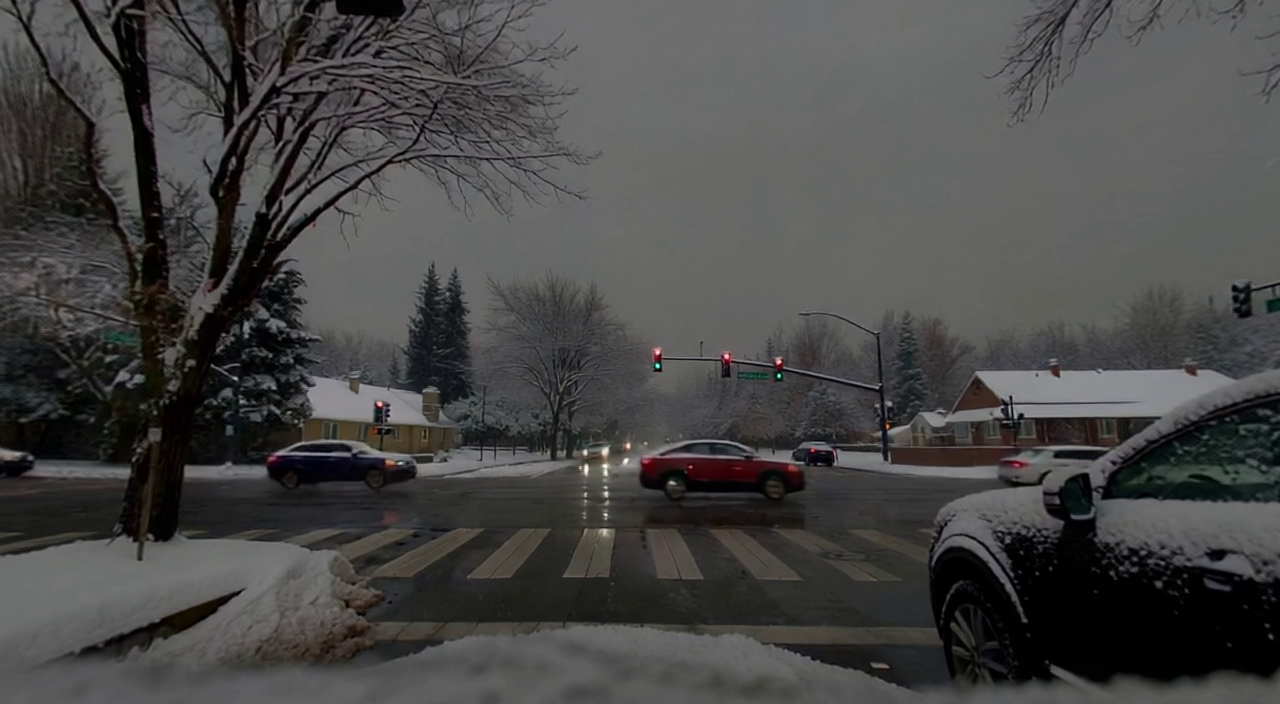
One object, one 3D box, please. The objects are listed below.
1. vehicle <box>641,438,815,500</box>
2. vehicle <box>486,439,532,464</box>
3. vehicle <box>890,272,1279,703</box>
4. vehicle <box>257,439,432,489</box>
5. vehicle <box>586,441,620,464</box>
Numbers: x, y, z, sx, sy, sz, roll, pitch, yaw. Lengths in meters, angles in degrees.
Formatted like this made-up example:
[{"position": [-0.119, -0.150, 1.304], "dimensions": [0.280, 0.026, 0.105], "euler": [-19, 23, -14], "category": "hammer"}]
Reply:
[{"position": [2.198, 3.070, 16.771], "dimensions": [4.290, 1.518, 1.888], "euler": [0, -9, -1], "category": "vehicle"}, {"position": [-8.939, 6.855, 43.644], "dimensions": [2.028, 1.654, 5.027], "euler": [0, -9, 1], "category": "vehicle"}, {"position": [2.709, 0.715, 1.719], "dimensions": [2.085, 1.800, 4.908], "euler": [0, -9, 1], "category": "vehicle"}, {"position": [-9.194, 3.511, 19.987], "dimensions": [4.537, 1.501, 1.950], "euler": [0, -9, -1], "category": "vehicle"}, {"position": [-2.417, 6.710, 42.260], "dimensions": [2.046, 1.491, 4.118], "euler": [0, -9, 1], "category": "vehicle"}]
